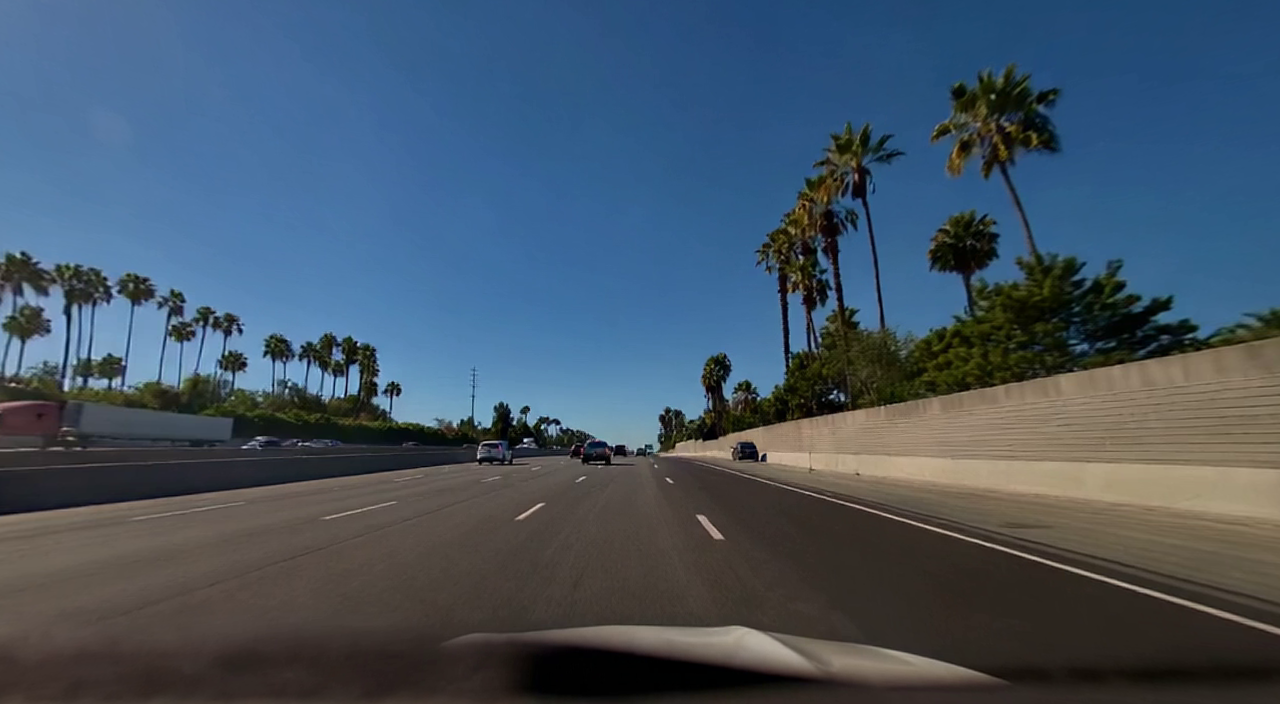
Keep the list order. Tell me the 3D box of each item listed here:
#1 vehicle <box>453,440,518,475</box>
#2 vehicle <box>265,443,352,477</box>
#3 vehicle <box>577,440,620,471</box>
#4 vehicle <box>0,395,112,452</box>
[{"bbox_3d":[-7.835,5.393,32.471,2.204,1.677,4.438,0,-9,0],"label":"vehicle"},{"bbox_3d":[-16.969,5.523,32.606,1.916,1.610,4.445,0,-9,2],"label":"vehicle"},{"bbox_3d":[-2.249,5.829,35.710,2.201,1.672,4.128,0,-9,-1],"label":"vehicle"},{"bbox_3d":[-40.421,4.949,42.625,2.972,3.490,7.172,-1,-9,4],"label":"vehicle"}]
